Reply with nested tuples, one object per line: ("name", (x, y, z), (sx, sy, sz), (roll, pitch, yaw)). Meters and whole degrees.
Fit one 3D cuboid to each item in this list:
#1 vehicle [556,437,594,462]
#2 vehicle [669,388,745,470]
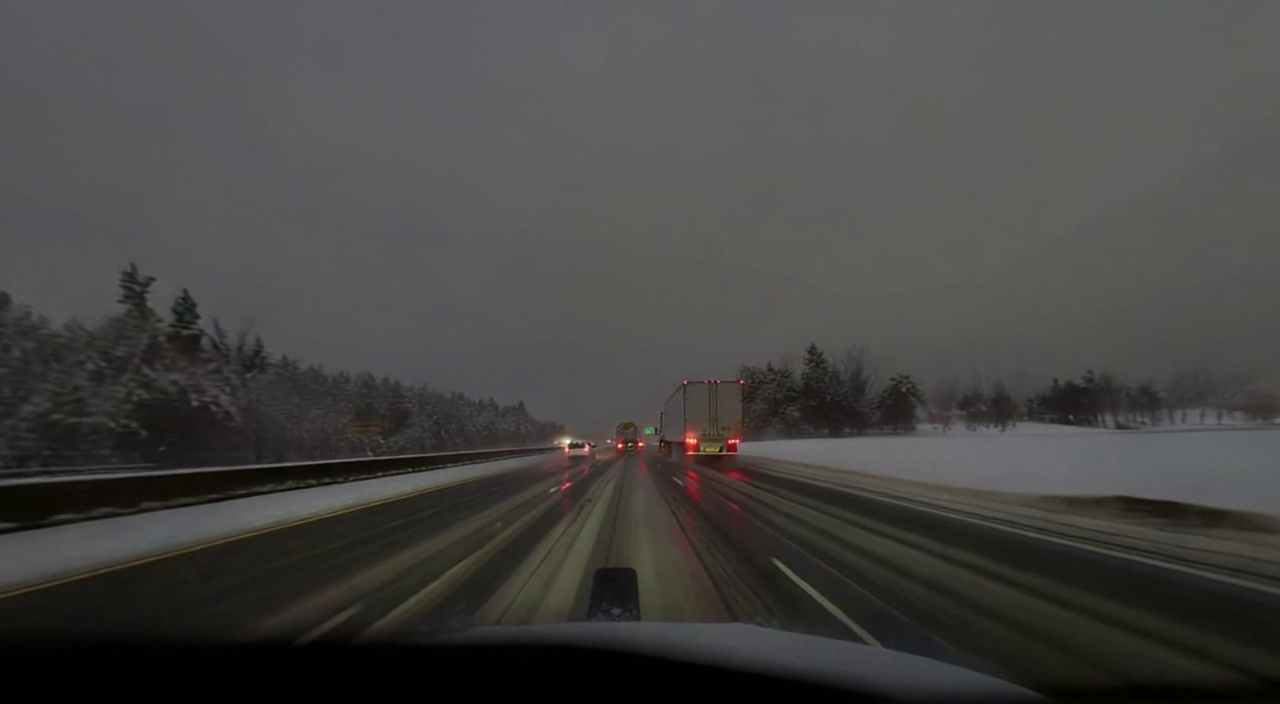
("vehicle", (-4.216, 6.391, 41.324), (2.111, 1.536, 4.270), (0, -8, 0))
("vehicle", (3.540, 4.548, 36.346), (2.997, 3.983, 10.860), (1, -8, -1))
